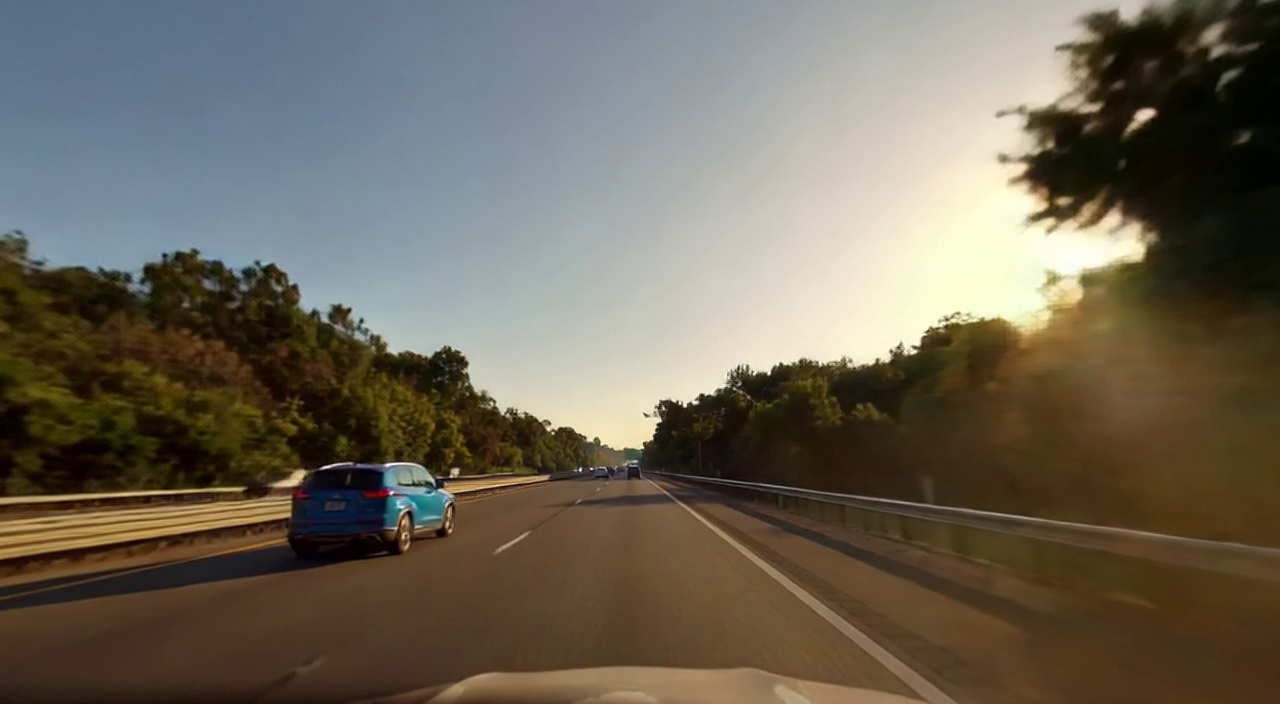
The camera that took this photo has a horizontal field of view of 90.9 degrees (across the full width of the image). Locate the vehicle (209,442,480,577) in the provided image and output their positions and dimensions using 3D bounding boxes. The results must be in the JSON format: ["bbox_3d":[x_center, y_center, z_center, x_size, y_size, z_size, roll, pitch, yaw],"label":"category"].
[{"bbox_3d":[-3.964,2.212,9.422,2.017,1.516,4.041,1,-10,0],"label":"vehicle"}]
